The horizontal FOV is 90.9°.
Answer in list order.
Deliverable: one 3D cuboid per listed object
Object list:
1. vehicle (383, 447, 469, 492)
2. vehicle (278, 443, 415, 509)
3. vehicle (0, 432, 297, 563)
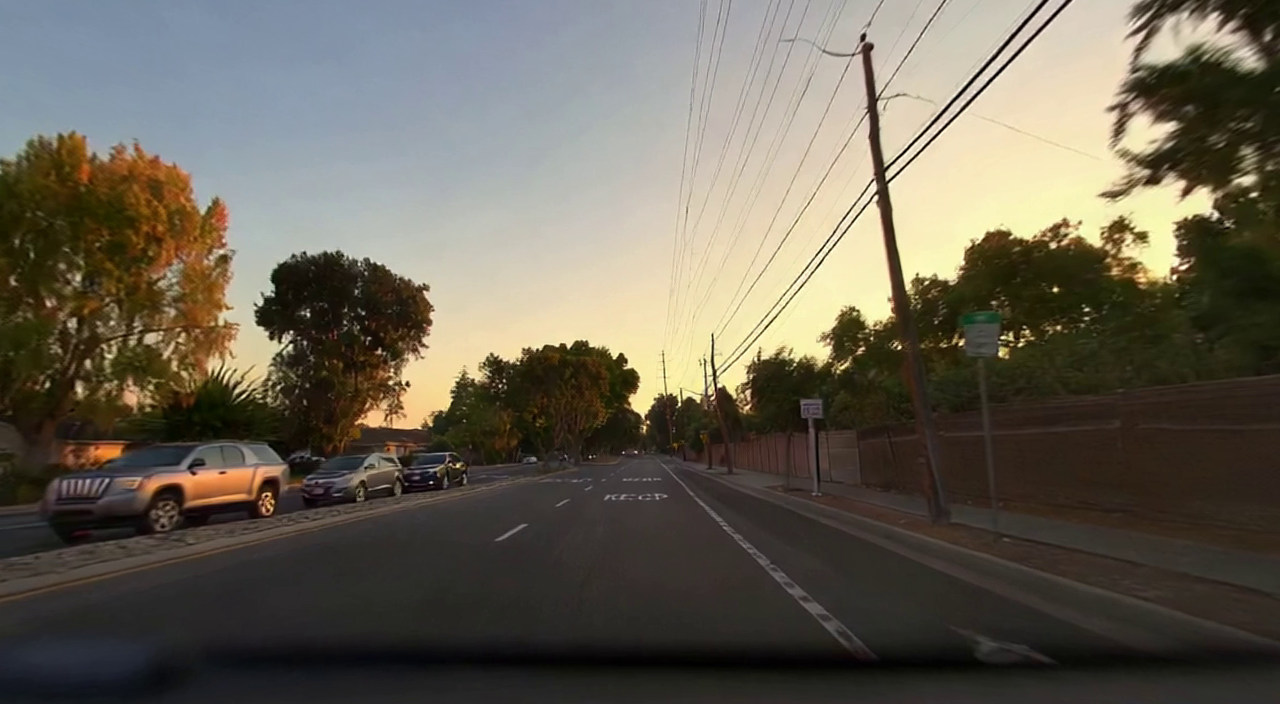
[{"bbox_3d":[-9.166,5.029,27.466,2.084,1.741,4.737,-1,-9,0],"label":"vehicle"},{"bbox_3d":[-9.155,3.868,20.265,2.075,1.733,4.947,-3,-9,0],"label":"vehicle"},{"bbox_3d":[-8.727,2.420,11.417,2.293,1.839,4.793,0,-8,0],"label":"vehicle"}]
